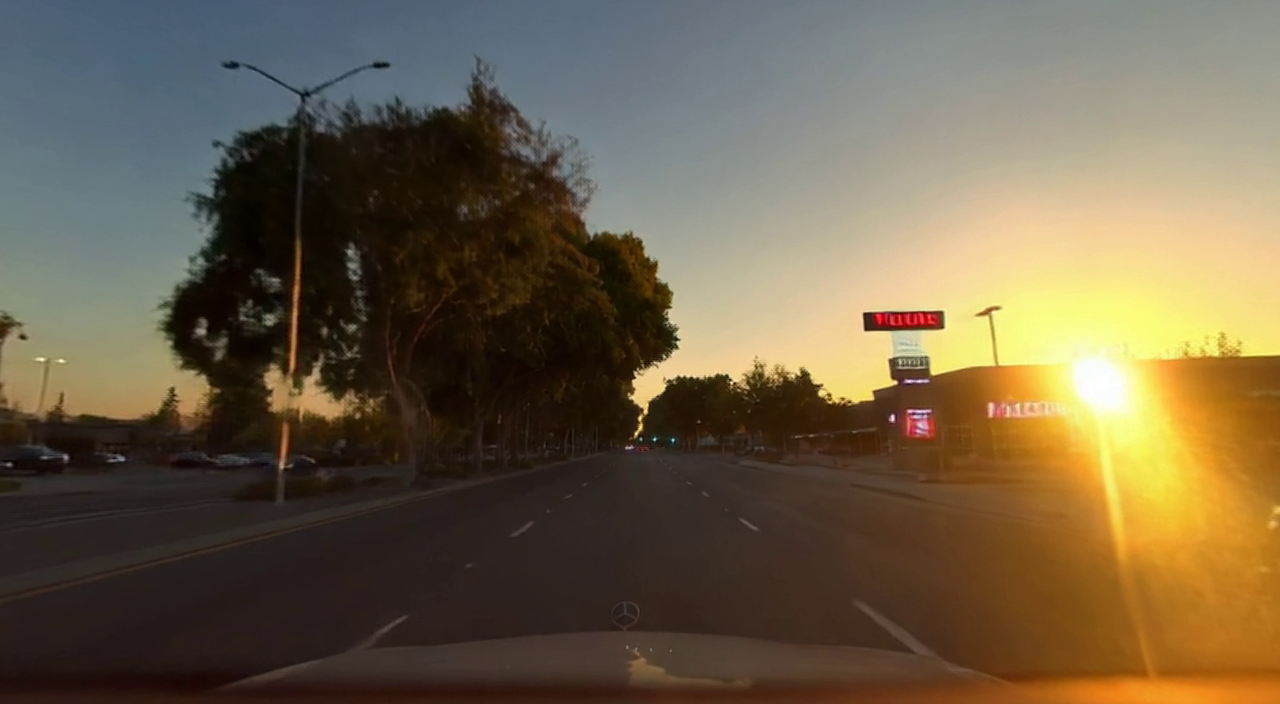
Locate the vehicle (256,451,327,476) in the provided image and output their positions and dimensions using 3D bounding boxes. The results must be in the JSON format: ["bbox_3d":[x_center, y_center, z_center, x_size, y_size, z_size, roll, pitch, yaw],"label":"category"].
[{"bbox_3d":[-22.592,7.215,41.154,1.864,1.510,4.664,0,-8,2],"label":"vehicle"}]

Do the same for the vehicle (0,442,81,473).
[{"bbox_3d":[-33.375,5.668,34.033,4.506,1.640,2.033,0,-8,1],"label":"vehicle"}]
